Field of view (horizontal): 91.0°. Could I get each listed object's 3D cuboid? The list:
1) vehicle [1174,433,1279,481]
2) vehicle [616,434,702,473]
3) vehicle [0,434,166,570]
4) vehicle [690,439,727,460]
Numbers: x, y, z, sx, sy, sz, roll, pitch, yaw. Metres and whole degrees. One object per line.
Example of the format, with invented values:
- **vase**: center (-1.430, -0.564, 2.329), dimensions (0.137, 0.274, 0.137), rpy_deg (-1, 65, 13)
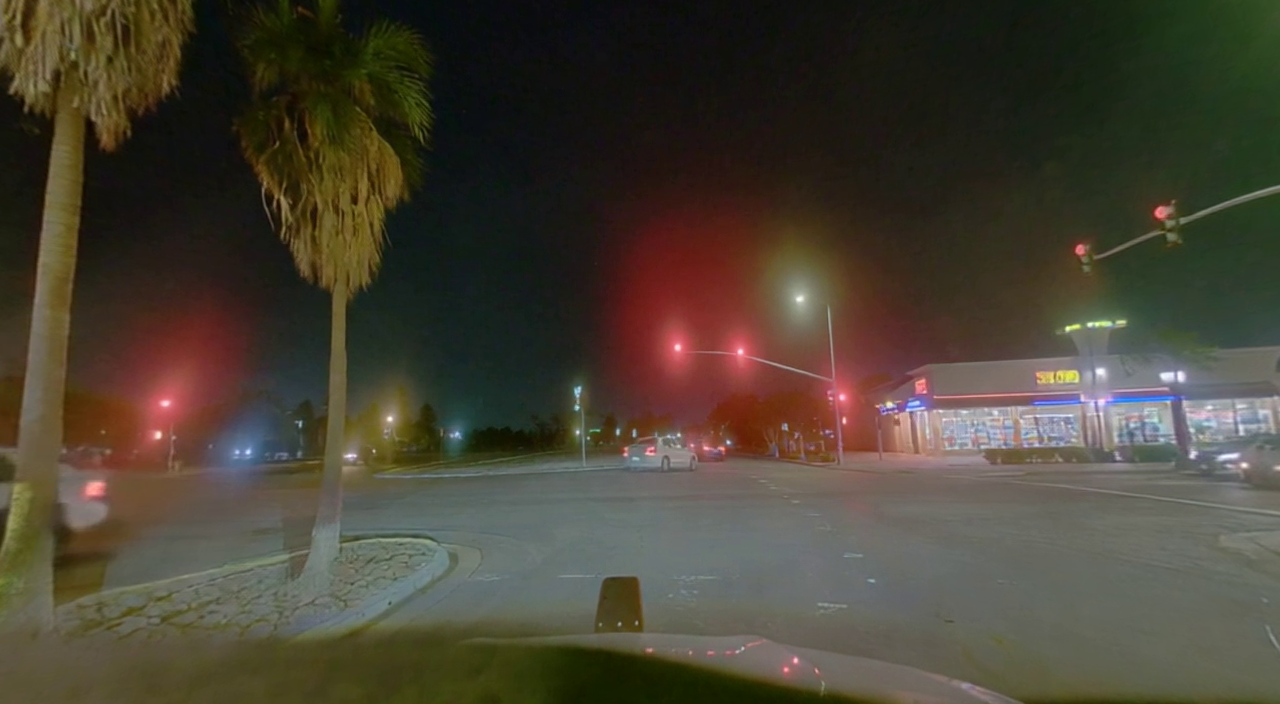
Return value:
- **vehicle**: center (23.498, 3.926, 23.631), dimensions (4.722, 1.717, 2.000), rpy_deg (-3, -9, 17)
- **vehicle**: center (0.991, 4.731, 29.598), dimensions (1.999, 1.653, 4.603), rpy_deg (-5, -10, 32)
- **vehicle**: center (-8.253, 1.699, 7.180), dimensions (1.828, 1.512, 4.035), rpy_deg (-5, -10, 30)
- **vehicle**: center (5.141, 7.385, 47.745), dimensions (1.890, 1.572, 3.826), rpy_deg (1, -9, -7)
